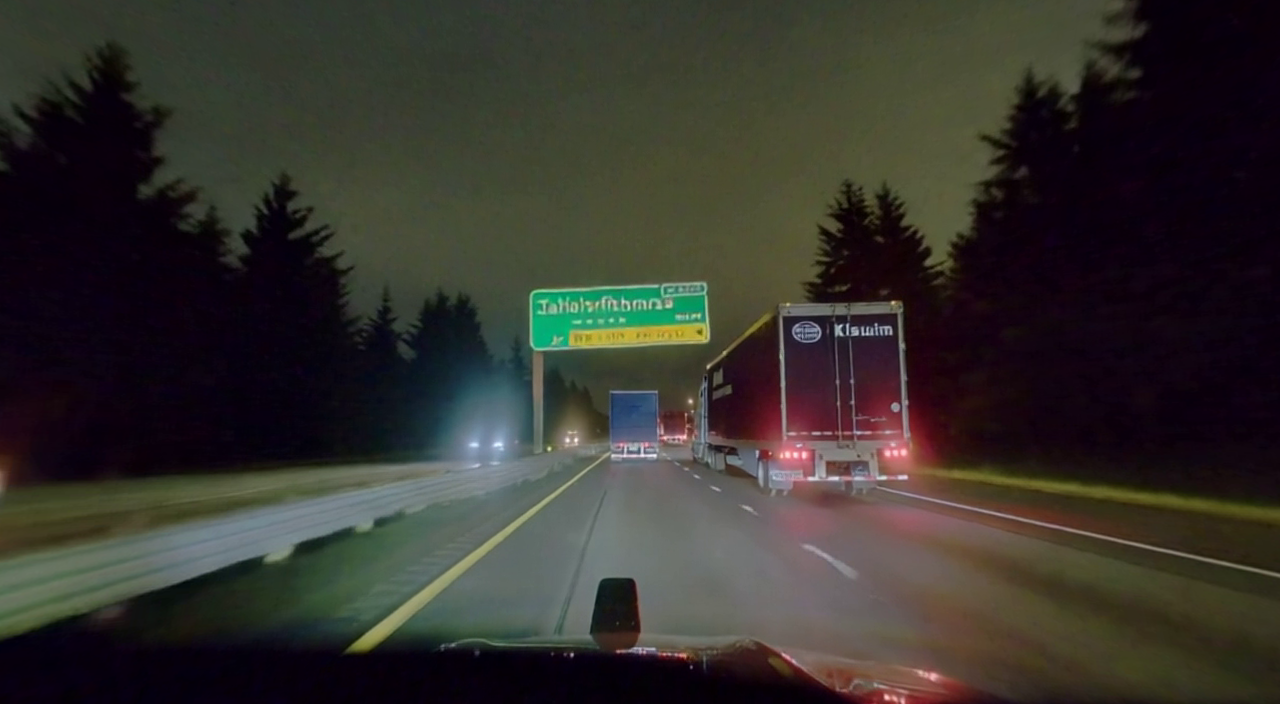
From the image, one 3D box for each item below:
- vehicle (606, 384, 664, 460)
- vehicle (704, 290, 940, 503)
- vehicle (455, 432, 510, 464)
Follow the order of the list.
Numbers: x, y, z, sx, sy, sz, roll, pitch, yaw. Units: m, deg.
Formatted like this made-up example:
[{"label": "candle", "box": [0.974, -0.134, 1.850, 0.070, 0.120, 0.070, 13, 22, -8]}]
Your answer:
[{"label": "vehicle", "box": [-0.319, 4.281, 37.572, 2.958, 3.917, 10.196, 0, -8, -1]}, {"label": "vehicle", "box": [4.221, 1.797, 19.429, 2.856, 4.145, 14.500, 0, -8, 0]}, {"label": "vehicle", "box": [-9.032, 5.506, 36.511, 1.997, 1.712, 4.498, 0, -8, 0]}]
